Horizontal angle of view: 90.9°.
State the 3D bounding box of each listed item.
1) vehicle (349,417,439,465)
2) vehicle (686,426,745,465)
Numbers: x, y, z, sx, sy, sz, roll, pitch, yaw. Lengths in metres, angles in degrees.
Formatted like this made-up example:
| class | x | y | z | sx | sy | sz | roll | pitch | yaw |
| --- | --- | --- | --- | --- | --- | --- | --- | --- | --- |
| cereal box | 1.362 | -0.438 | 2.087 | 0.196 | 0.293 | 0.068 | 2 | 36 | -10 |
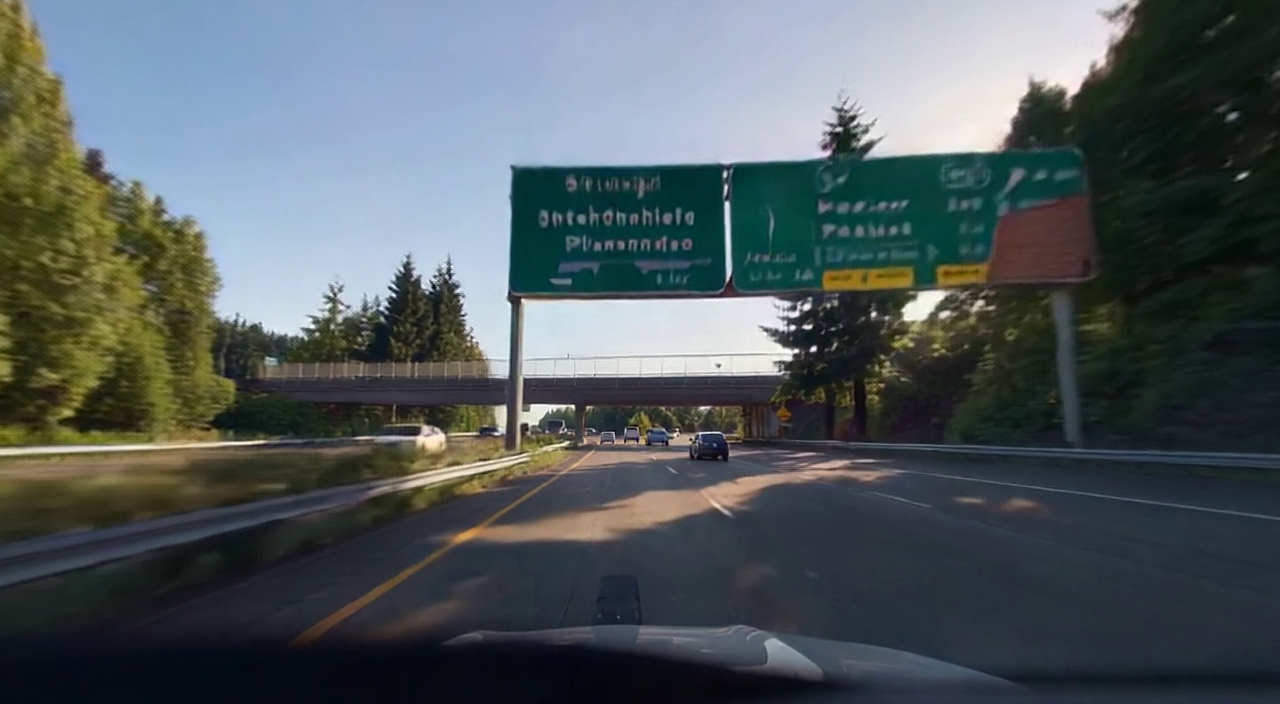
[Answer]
| class | x | y | z | sx | sy | sz | roll | pitch | yaw |
| --- | --- | --- | --- | --- | --- | --- | --- | --- | --- |
| vehicle | -9.738 | 3.566 | 25.356 | 1.987 | 1.748 | 4.328 | 0 | -7 | -2 |
| vehicle | 3.219 | 4.065 | 27.607 | 1.938 | 1.578 | 3.764 | 0 | -7 | -3 |
